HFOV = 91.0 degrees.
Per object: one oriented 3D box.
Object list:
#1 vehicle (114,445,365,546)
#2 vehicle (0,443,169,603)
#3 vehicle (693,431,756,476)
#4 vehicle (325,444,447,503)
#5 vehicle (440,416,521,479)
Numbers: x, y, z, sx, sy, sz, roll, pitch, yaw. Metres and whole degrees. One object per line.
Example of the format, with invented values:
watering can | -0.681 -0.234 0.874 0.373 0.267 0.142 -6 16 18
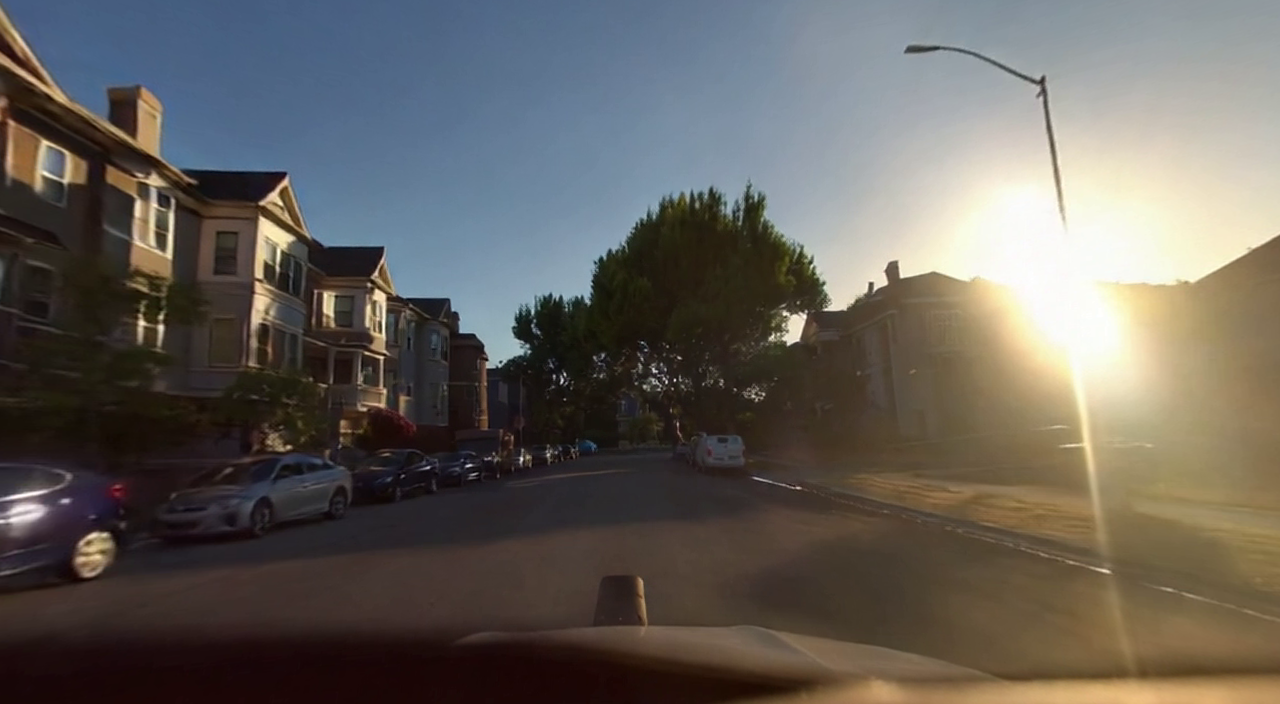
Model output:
vehicle | -7.112 2.536 11.904 1.845 1.475 4.495 -1 -9 -1
vehicle | -7.083 1.614 5.762 2.003 1.501 4.779 -1 -9 -3
vehicle | 3.946 4.866 30.383 2.216 1.955 4.970 0 -8 -1
vehicle | -7.249 3.495 18.457 1.832 1.483 4.140 -1 -9 0
vehicle | -7.505 4.655 30.339 2.341 2.674 5.753 -1 -10 0
